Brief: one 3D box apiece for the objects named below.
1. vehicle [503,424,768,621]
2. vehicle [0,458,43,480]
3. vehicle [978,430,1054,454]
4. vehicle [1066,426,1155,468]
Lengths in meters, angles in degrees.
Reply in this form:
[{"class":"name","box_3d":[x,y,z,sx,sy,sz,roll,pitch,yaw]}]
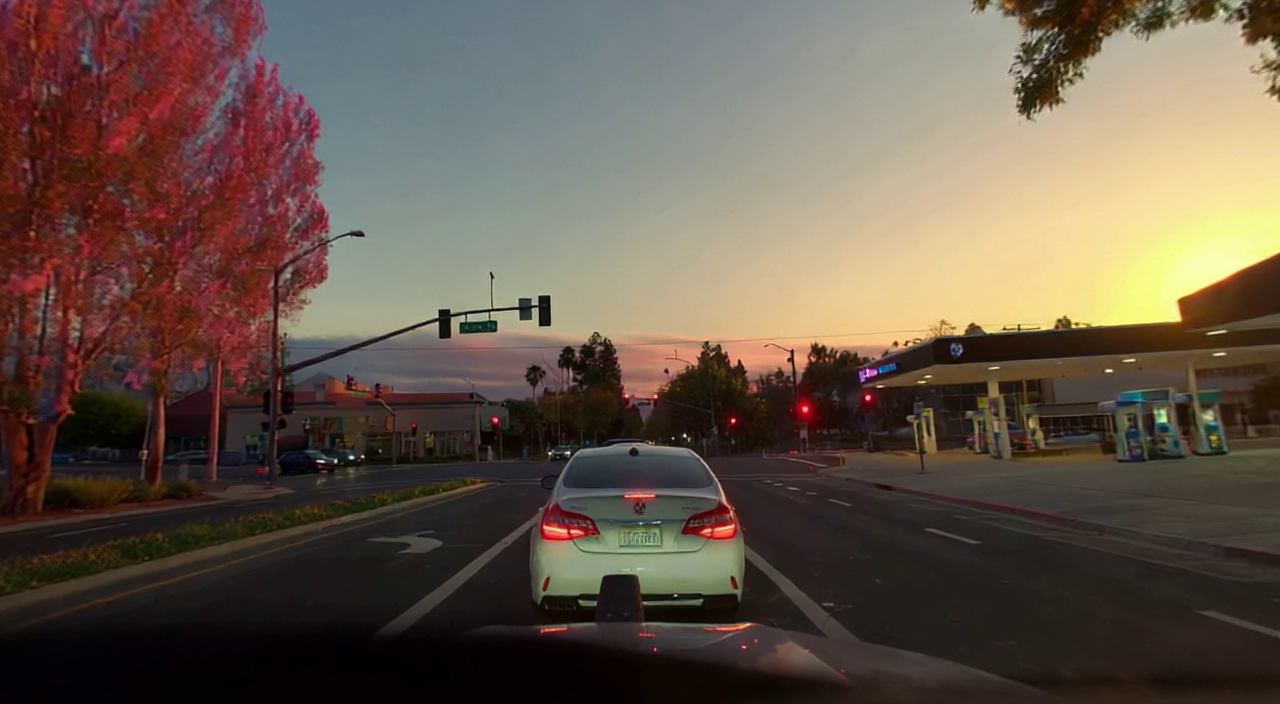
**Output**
[{"class":"vehicle","box_3d":[-0.033,1.598,6.894,2.010,1.482,4.057,0,-8,0]},{"class":"vehicle","box_3d":[-44.863,8.174,44.168,4.380,1.409,1.841,-1,-8,5]},{"class":"vehicle","box_3d":[25.557,6.152,42.945,3.975,1.563,1.755,-1,-8,5]},{"class":"vehicle","box_3d":[18.613,3.746,24.879,4.091,1.495,2.053,8,-12,-44]}]
